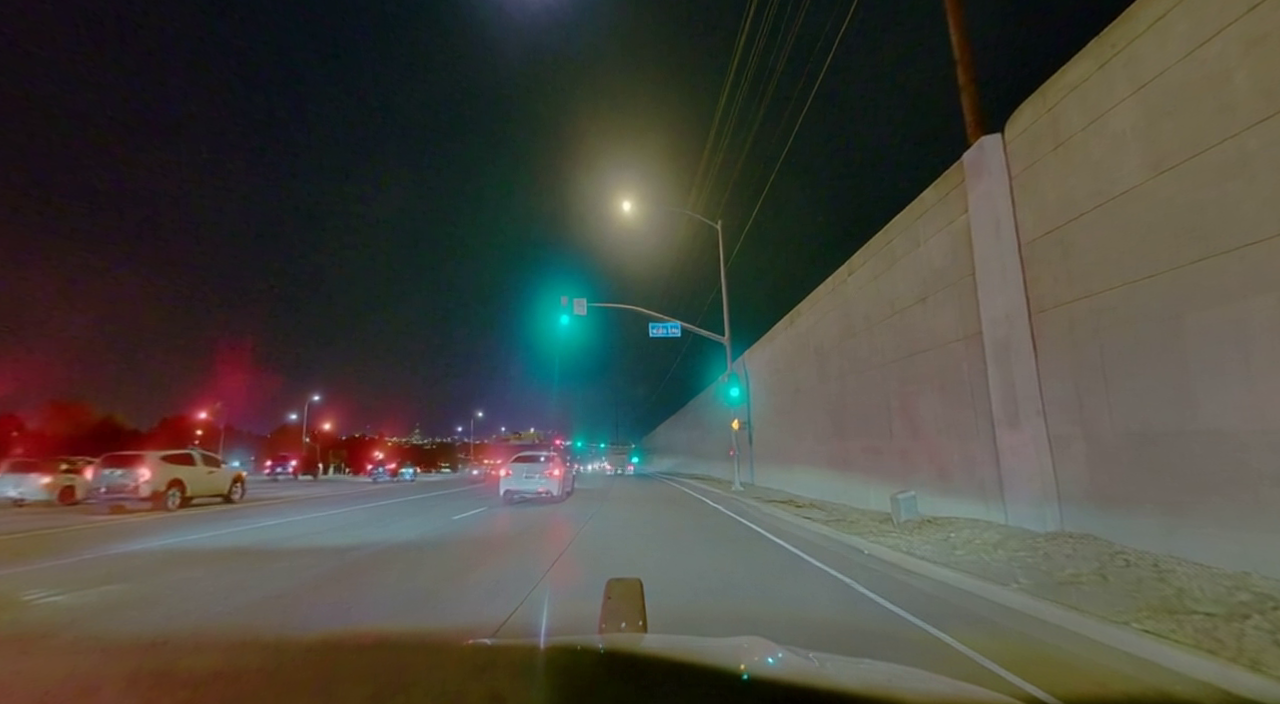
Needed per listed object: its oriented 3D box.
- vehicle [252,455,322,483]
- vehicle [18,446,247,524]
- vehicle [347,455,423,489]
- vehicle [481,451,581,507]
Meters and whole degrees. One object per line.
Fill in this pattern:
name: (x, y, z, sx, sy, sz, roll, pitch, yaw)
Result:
vehicle: (-23.594, 7.812, 42.409, 1.891, 1.696, 4.613, -1, -8, 2)
vehicle: (-13.248, 3.440, 17.014, 2.096, 1.773, 4.751, -1, -9, 2)
vehicle: (-12.557, 5.922, 31.405, 1.905, 1.492, 4.151, -1, -8, 2)
vehicle: (-3.231, 3.897, 19.866, 2.019, 1.480, 4.966, -1, -8, 3)
